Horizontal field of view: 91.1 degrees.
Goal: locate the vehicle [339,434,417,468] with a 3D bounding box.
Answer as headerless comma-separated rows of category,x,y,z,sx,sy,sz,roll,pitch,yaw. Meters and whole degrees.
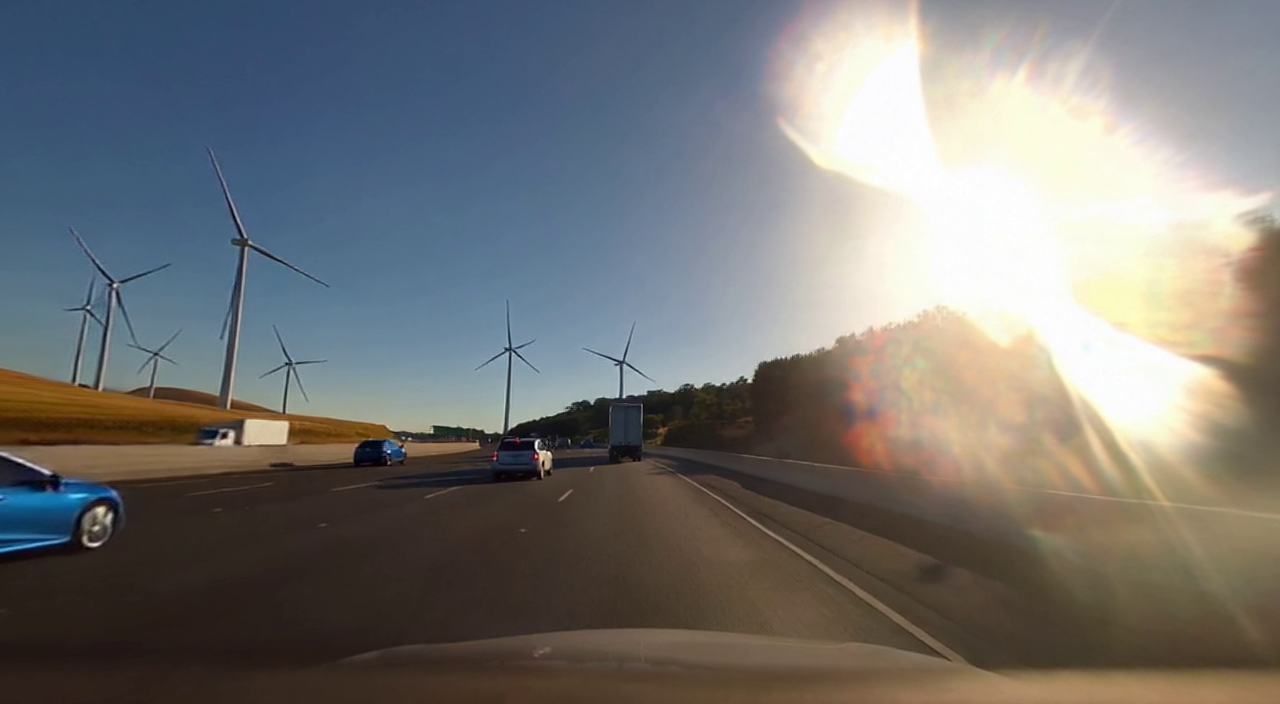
vehicle,-15.162,5.756,36.760,2.285,1.835,5.672,0,-8,-2

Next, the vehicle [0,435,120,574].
vehicle,-8.086,1.539,5.999,2.271,1.488,4.597,0,-8,0

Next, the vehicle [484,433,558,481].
vehicle,-4.458,3.994,24.170,2.109,1.684,3.783,0,-8,0
